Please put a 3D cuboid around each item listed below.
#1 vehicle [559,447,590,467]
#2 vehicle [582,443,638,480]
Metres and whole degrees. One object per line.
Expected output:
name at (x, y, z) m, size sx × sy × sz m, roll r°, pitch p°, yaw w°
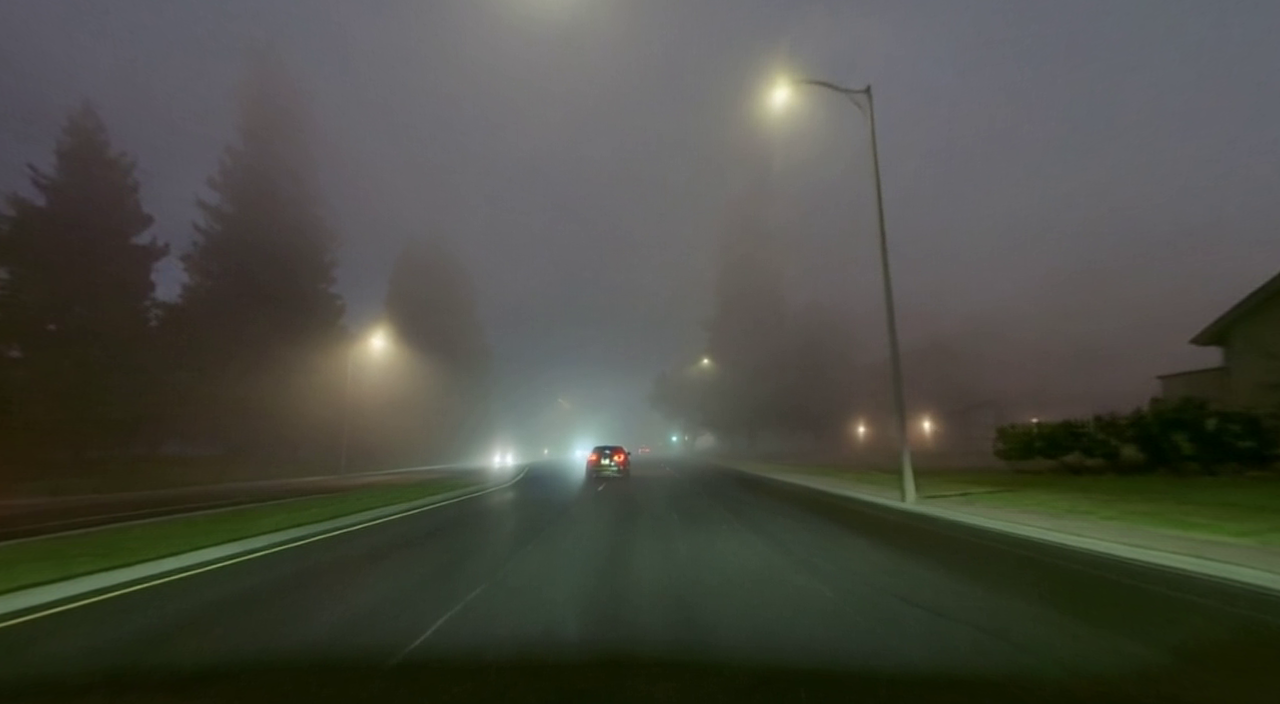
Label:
vehicle at (-5.006, 8.071, 48.688) m, size 2.014 × 1.472 × 4.357 m, roll 0°, pitch -9°, yaw -2°
vehicle at (-1.274, 4.971, 28.783) m, size 2.106 × 1.517 × 4.375 m, roll -1°, pitch -9°, yaw 3°
